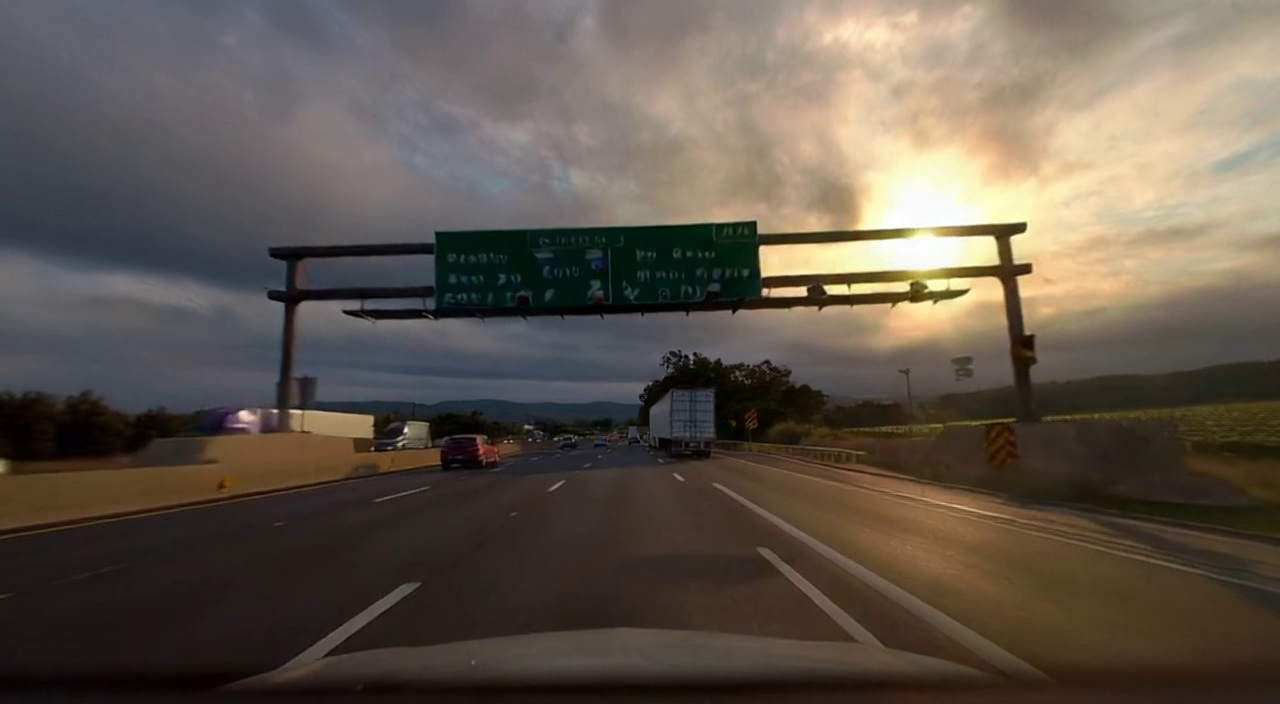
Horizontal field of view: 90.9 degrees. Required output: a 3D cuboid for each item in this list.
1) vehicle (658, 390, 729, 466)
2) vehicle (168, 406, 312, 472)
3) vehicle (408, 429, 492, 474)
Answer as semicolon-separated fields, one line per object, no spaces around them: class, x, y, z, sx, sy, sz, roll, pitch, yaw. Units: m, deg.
vehicle;2.819;4.551;37.337;2.760;3.710;12.230;0;-7;-2
vehicle;-23.297;5.143;37.460;2.898;3.444;8.348;0;-8;1
vehicle;-7.625;4.025;25.831;2.076;1.636;4.597;0;-8;-1
